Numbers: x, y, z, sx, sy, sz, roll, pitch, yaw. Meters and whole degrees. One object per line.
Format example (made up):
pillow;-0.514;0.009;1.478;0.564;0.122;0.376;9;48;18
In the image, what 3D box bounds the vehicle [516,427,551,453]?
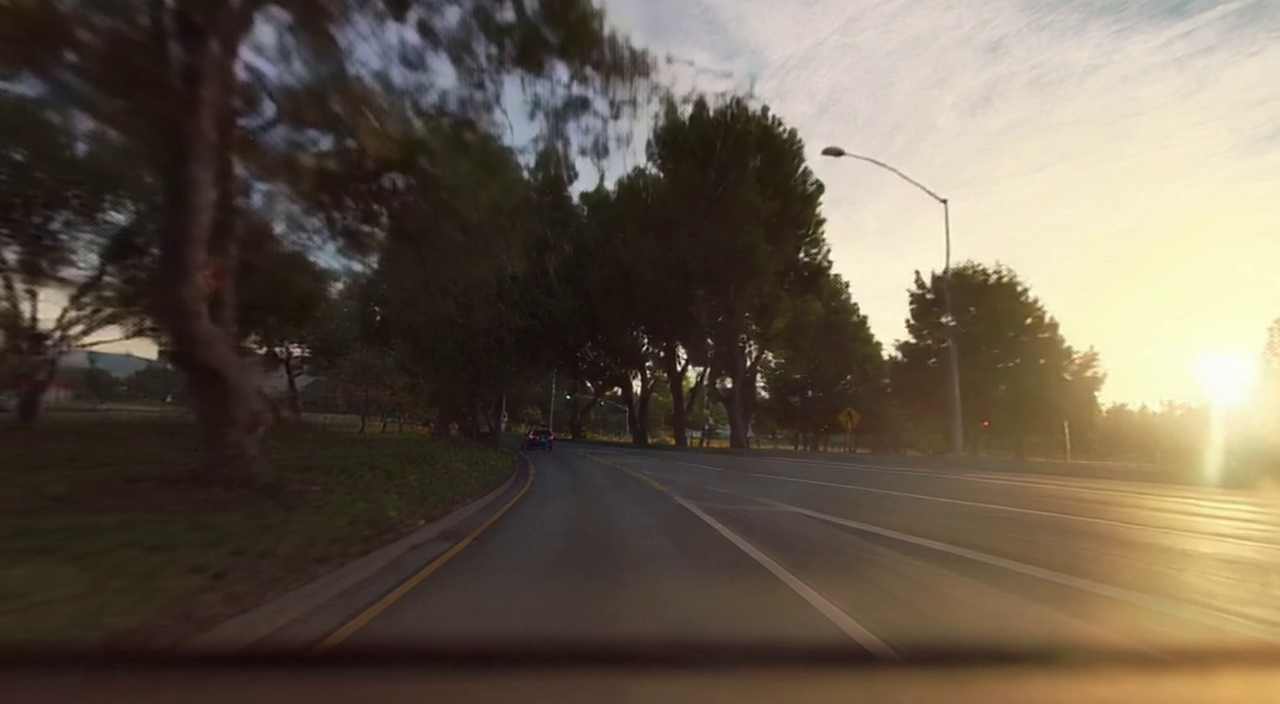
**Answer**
vehicle;-7.689;6.347;45.127;1.947;1.729;4.051;2;-8;-17
